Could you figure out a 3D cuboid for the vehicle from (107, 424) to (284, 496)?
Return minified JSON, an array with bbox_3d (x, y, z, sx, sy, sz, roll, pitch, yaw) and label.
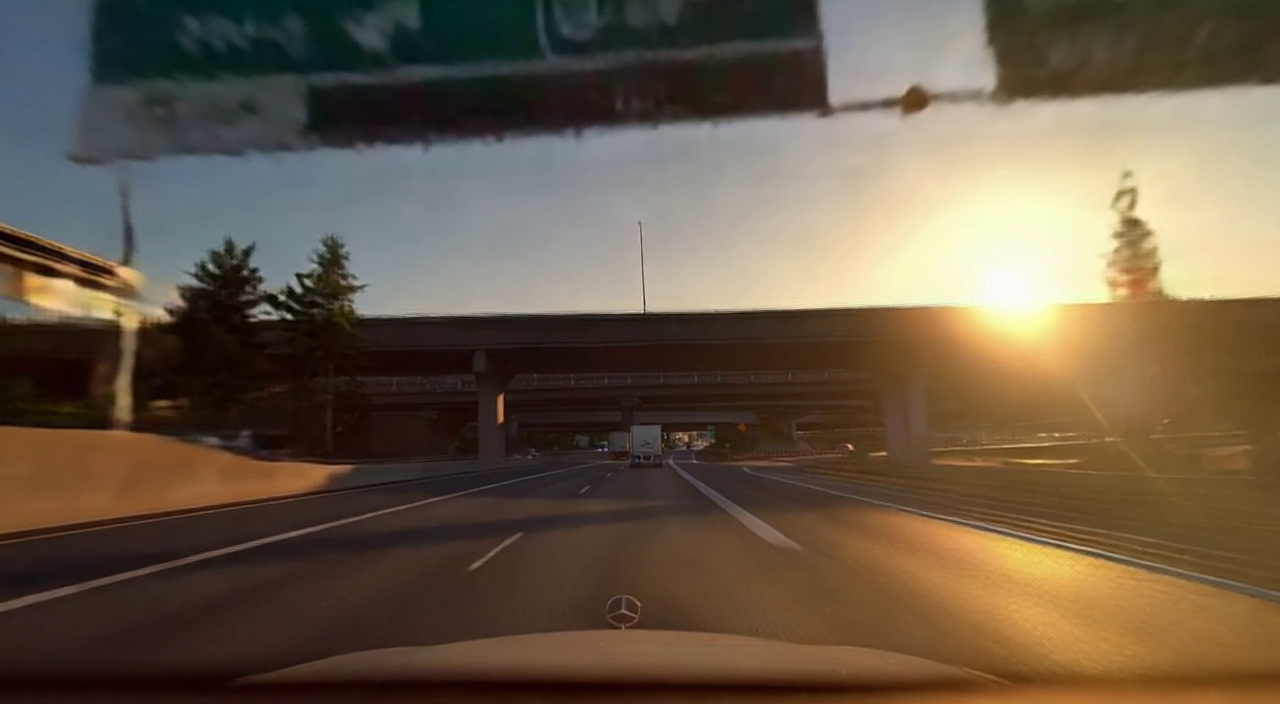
[{"bbox_3d":[-16.109,3.968,23.432,2.230,2.282,5.752,-1,-9,1],"label":"vehicle"}]
